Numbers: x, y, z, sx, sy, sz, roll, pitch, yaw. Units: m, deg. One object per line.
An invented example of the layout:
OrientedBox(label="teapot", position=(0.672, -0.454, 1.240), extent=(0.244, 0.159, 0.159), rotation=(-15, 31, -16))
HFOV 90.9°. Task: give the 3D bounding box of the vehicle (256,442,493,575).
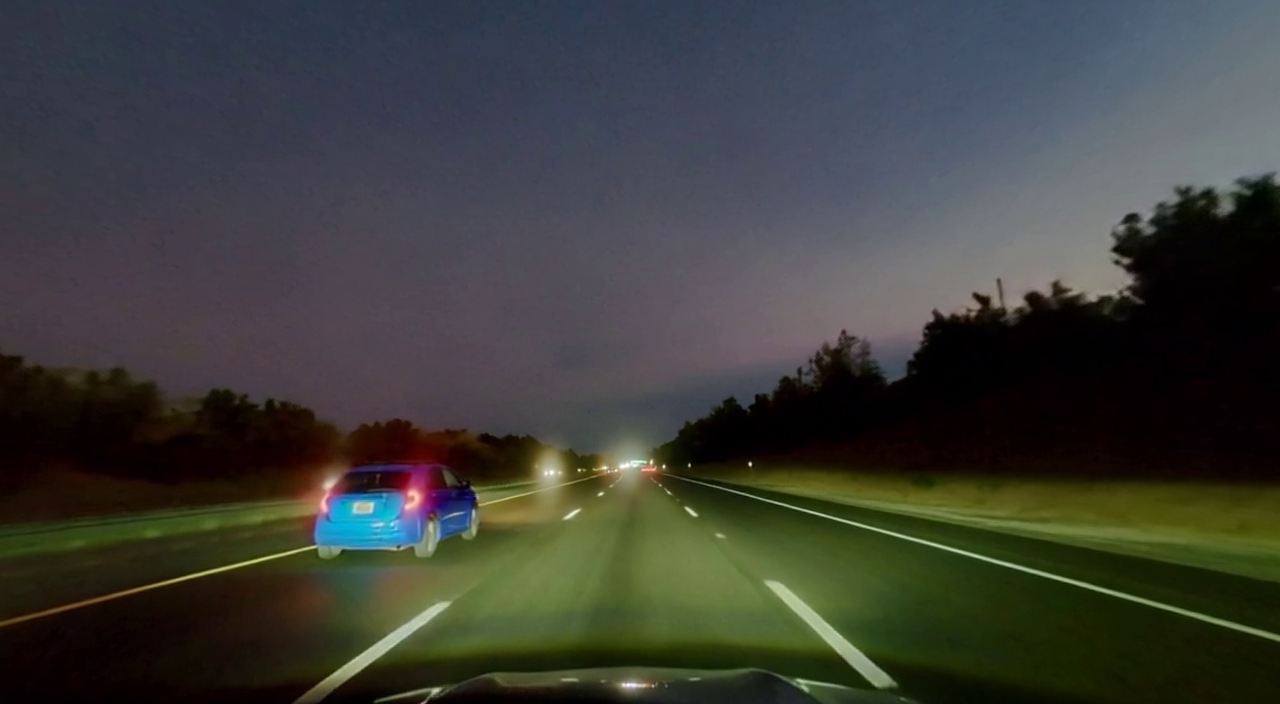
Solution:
OrientedBox(label="vehicle", position=(-3.653, 2.245, 9.619), extent=(1.797, 1.532, 4.072), rotation=(1, -10, 0))
